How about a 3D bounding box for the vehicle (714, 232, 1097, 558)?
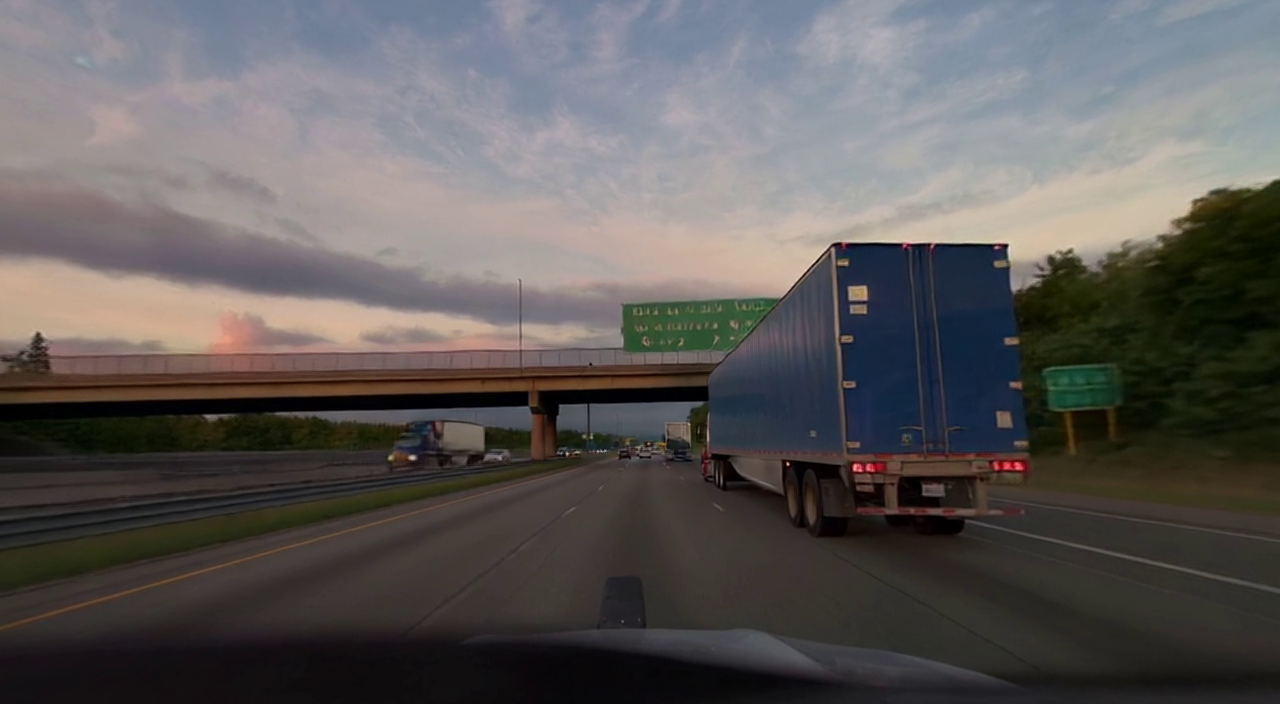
[{"bbox_3d":[4.030,1.554,14.847,2.825,4.054,14.210,0,-9,0],"label":"vehicle"}]
